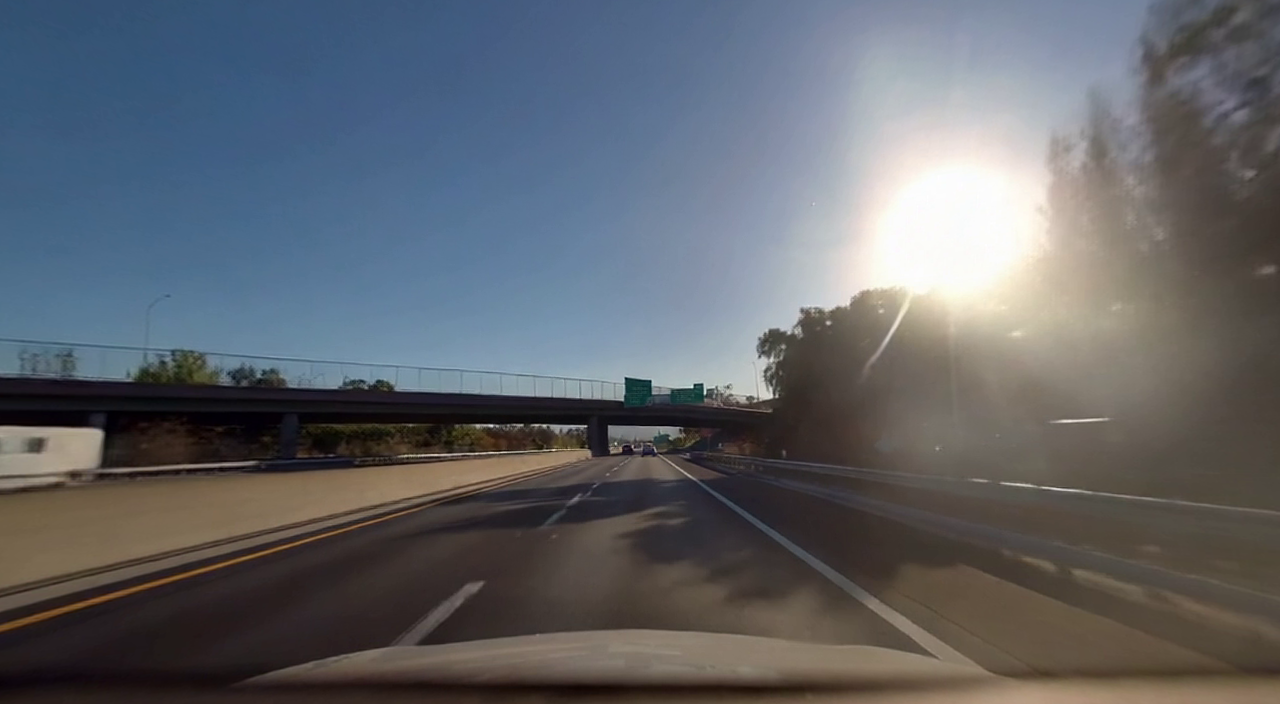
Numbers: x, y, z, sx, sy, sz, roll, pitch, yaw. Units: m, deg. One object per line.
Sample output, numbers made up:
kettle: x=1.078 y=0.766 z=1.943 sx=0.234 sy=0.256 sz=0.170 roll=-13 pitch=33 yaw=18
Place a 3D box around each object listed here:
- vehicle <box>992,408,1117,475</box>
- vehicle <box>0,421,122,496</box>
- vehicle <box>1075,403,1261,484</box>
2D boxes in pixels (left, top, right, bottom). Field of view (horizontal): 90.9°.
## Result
vehicle: x=28.072 y=6.181 z=43.332 sx=2.913 sy=4.062 sz=8.275 roll=1 pitch=-9 yaw=1
vehicle: x=-31.277 y=5.319 z=31.723 sx=2.942 sy=3.464 sz=8.554 roll=-1 pitch=-8 yaw=1
vehicle: x=28.163 y=4.976 z=34.362 sx=2.860 sy=3.829 sz=8.079 roll=0 pitch=-8 yaw=-1
